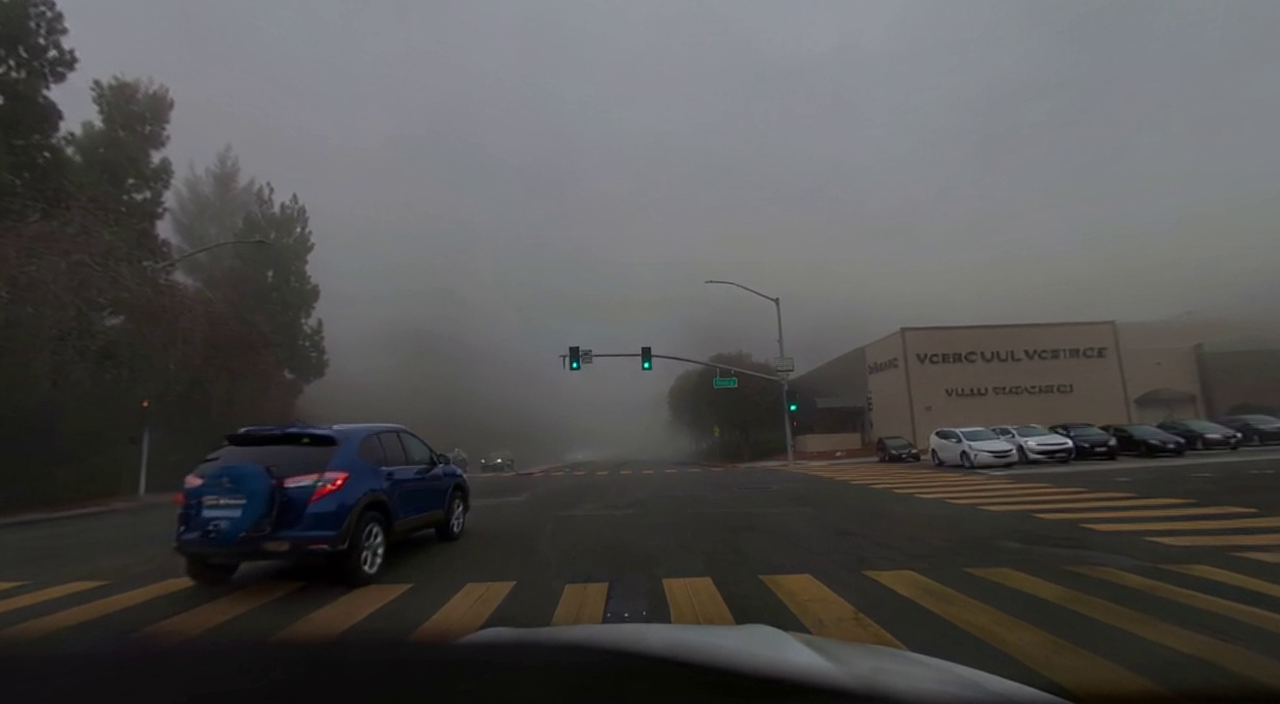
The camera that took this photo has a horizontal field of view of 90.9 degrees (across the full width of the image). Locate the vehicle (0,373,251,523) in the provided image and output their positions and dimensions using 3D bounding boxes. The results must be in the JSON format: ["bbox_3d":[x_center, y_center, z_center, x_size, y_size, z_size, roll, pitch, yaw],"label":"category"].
[{"bbox_3d":[-16.521,2.791,18.437,3.161,3.455,11.058,0,-8,0],"label":"vehicle"}]

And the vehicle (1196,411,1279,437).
[{"bbox_3d":[38.367,4.596,39.983,1.715,1.480,4.701,-1,-9,-1],"label":"vehicle"}]

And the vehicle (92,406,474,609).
[{"bbox_3d":[-3.517,1.597,7.470,1.934,1.649,4.490,0,-8,-1],"label":"vehicle"}]

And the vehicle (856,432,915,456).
[{"bbox_3d":[17.320,6.486,44.503,3.329,1.415,1.821,-5,-9,3],"label":"vehicle"}]

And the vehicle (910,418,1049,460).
[{"bbox_3d":[13.931,3.605,26.067,4.566,1.670,2.000,0,-8,-3],"label":"vehicle"}]

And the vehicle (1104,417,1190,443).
[{"bbox_3d":[31.246,4.855,39.004,1.823,1.480,4.003,0,-8,-3],"label":"vehicle"}]

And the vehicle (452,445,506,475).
[{"bbox_3d":[-9.283,6.256,36.709,2.026,1.616,4.199,0,-8,0],"label":"vehicle"}]

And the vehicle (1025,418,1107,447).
[{"bbox_3d":[26.373,5.054,39.208,2.011,1.656,4.163,0,-8,-2],"label":"vehicle"}]
